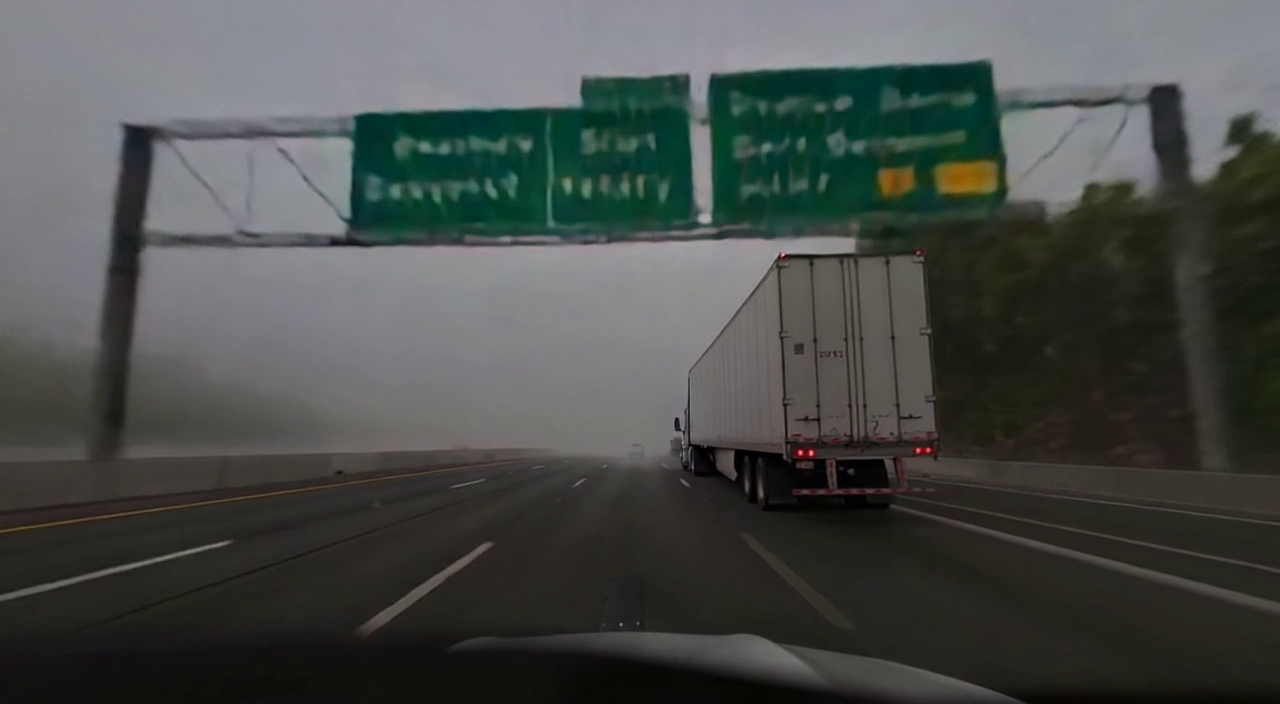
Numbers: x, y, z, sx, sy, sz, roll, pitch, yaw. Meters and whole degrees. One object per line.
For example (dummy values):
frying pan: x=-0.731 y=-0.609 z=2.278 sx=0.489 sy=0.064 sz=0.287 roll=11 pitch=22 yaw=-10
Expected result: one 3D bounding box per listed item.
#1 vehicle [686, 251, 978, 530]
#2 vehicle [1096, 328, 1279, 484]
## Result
vehicle: x=3.387 y=1.752 z=17.556 sx=2.743 sy=4.160 sz=16.408 roll=0 pitch=-9 yaw=-1
vehicle: x=21.519 y=1.589 z=18.727 sx=4.916 sy=4.592 sz=13.750 roll=1 pitch=-10 yaw=-4
